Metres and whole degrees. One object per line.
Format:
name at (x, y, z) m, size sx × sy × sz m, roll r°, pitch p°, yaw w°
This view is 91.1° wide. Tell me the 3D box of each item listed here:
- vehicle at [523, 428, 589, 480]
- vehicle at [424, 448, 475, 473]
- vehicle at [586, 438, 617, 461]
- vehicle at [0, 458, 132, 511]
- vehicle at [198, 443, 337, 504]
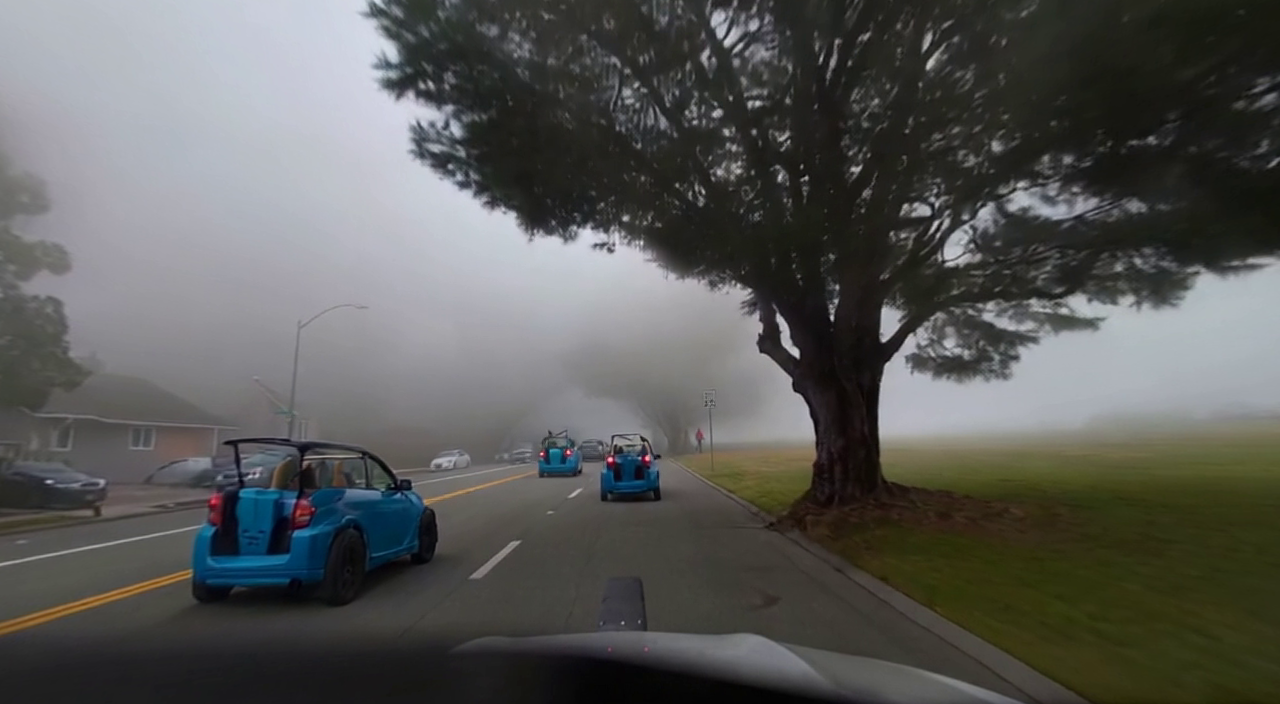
vehicle at (-3.134, 3.911, 24.291) m, size 1.908 × 1.809 × 4.230 m, roll -1°, pitch -8°, yaw 1°
vehicle at (-12.193, 6.951, 40.518) m, size 1.887 × 1.469 × 4.691 m, roll 0°, pitch -9°, yaw -1°
vehicle at (-2.834, 7.236, 46.781) m, size 2.007 × 1.615 × 3.758 m, roll -1°, pitch -8°, yaw 1°
vehicle at (-18.855, 4.042, 19.347) m, size 4.635 × 1.487 × 1.969 m, roll 0°, pitch -8°, yaw -1°
vehicle at (-12.367, 4.010, 21.301) m, size 1.928 × 1.800 × 4.632 m, roll 0°, pitch -8°, yaw -1°
